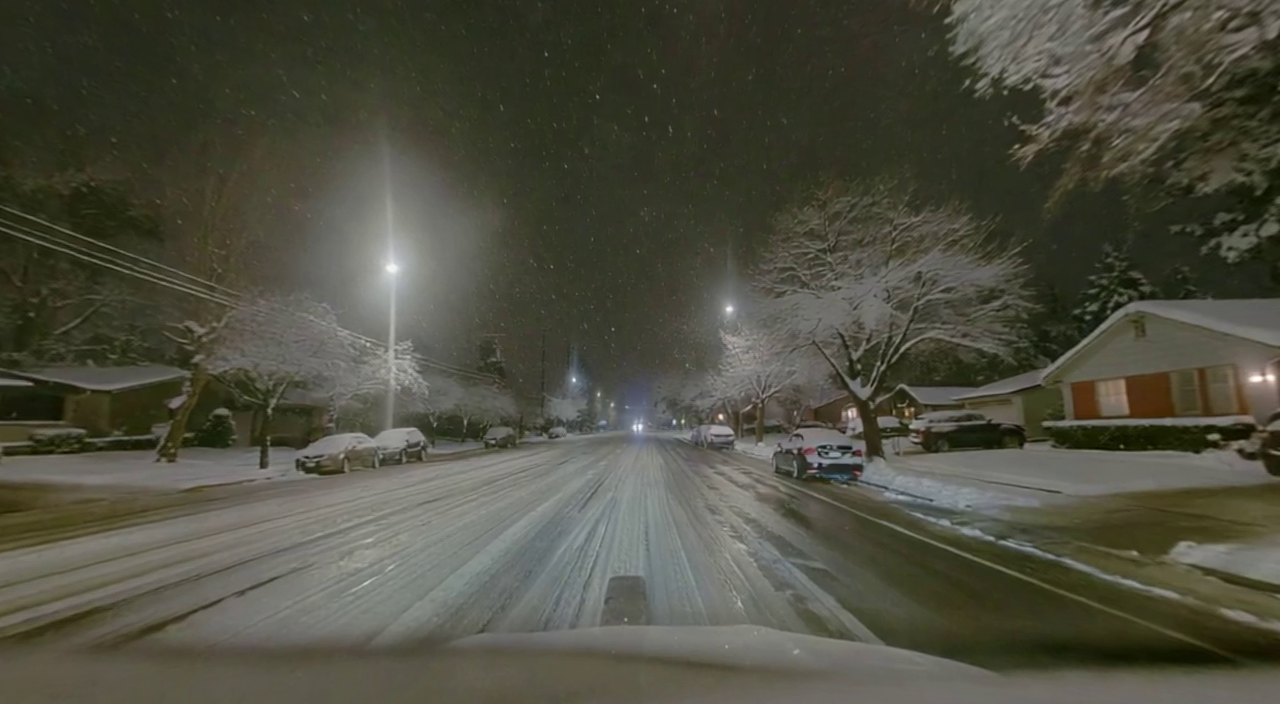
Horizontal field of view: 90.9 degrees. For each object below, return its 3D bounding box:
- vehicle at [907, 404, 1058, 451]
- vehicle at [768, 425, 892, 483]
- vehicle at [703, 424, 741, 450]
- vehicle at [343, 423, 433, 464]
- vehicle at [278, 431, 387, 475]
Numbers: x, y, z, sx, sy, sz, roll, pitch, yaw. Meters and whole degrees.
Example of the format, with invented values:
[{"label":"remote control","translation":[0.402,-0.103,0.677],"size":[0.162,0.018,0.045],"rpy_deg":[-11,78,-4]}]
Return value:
[{"label":"vehicle","translation":[13.898,3.106,25.795],"size":[4.940,1.764,1.977],"rpy_deg":[-1,-8,1]},{"label":"vehicle","translation":[5.192,2.855,17.875],"size":[2.059,1.449,4.168],"rpy_deg":[0,-8,-2]},{"label":"vehicle","translation":[5.338,5.628,41.819],"size":[1.885,1.603,5.235],"rpy_deg":[0,-7,1]},{"label":"vehicle","translation":[-11.853,4.393,30.087],"size":[2.228,1.766,4.770],"rpy_deg":[1,-9,1]},{"label":"vehicle","translation":[-11.894,3.882,24.768],"size":[1.940,1.496,4.654],"rpy_deg":[-1,-7,0]}]
